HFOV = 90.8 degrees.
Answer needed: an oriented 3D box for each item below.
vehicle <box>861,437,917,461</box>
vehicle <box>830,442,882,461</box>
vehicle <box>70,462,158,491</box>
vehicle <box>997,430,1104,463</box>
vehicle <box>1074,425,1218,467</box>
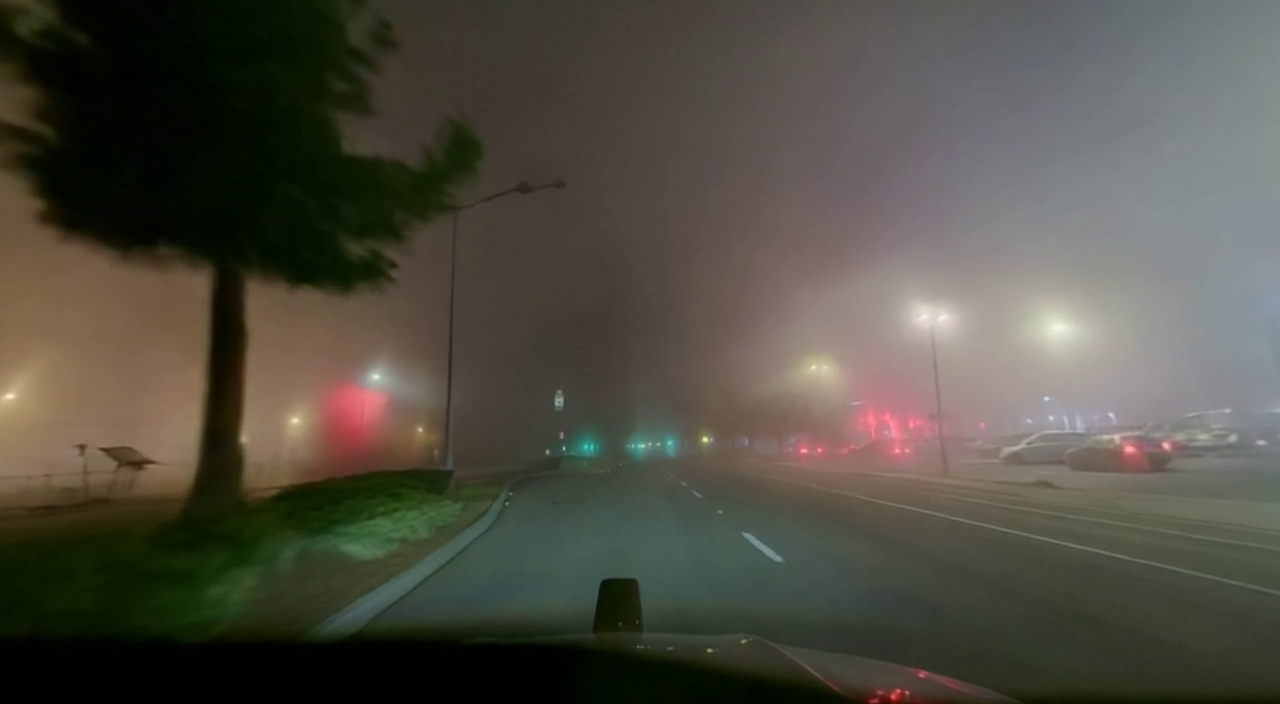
[{"bbox_3d":[19.515,7.620,49.669,1.995,1.673,4.725,-1,-9,-7],"label":"vehicle"},{"bbox_3d":[16.994,7.857,49.972,1.974,1.446,4.614,1,-9,-8],"label":"vehicle"},{"bbox_3d":[-30.922,7.318,37.117,4.663,1.565,2.027,-6,-10,25],"label":"vehicle"},{"bbox_3d":[20.966,4.874,32.551,2.048,1.559,4.758,0,-9,-4],"label":"vehicle"},{"bbox_3d":[21.117,3.999,26.691,1.941,1.511,4.690,-2,-9,-3],"label":"vehicle"}]
